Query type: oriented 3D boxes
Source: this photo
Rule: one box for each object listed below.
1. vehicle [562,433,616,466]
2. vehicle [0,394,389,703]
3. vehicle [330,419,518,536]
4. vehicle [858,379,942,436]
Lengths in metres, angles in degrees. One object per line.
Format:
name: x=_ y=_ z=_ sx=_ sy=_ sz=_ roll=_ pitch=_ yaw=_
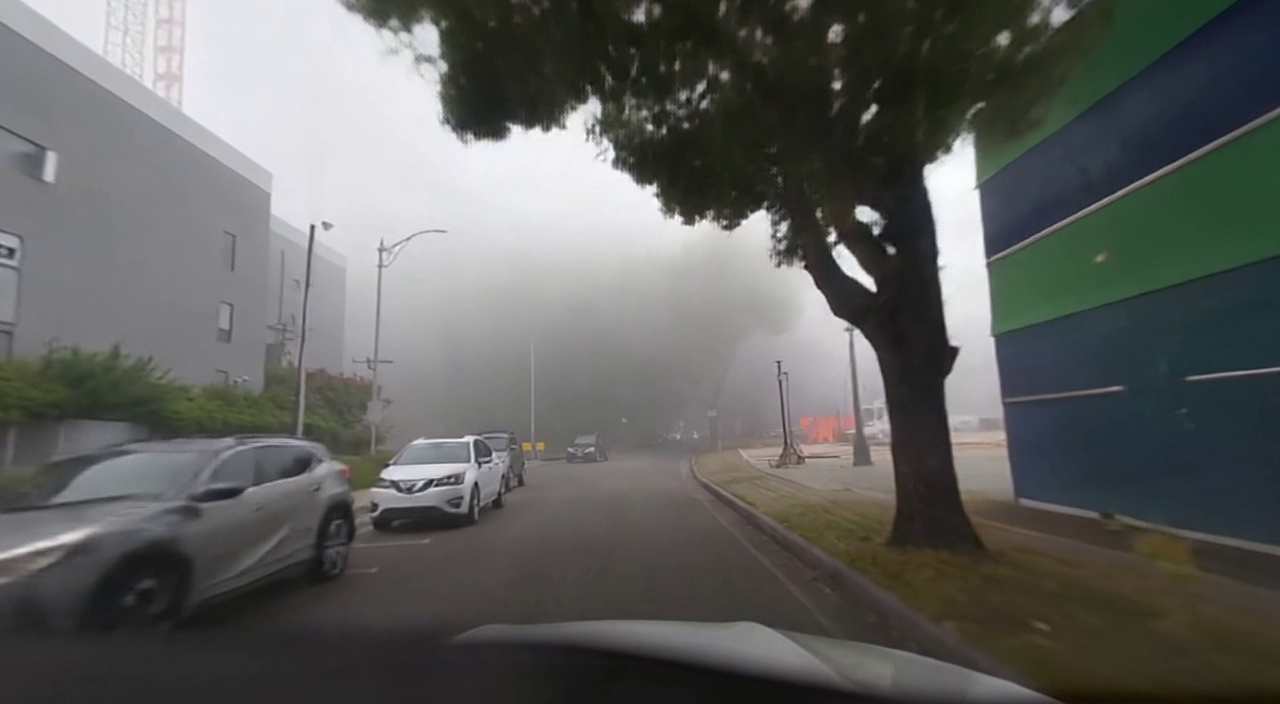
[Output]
vehicle: x=-2.668 y=5.206 z=33.980 sx=1.967 sy=1.646 sz=4.192 roll=-2 pitch=-8 yaw=10
vehicle: x=-3.770 y=1.280 z=4.831 sx=1.980 sy=1.635 sz=4.153 roll=0 pitch=-8 yaw=0
vehicle: x=-3.599 y=2.128 z=11.464 sx=2.026 sy=1.699 sz=4.224 roll=0 pitch=-8 yaw=-2
vehicle: x=19.410 y=4.448 z=47.797 sx=3.031 sy=3.863 sz=9.734 roll=-1 pitch=-8 yaw=6
